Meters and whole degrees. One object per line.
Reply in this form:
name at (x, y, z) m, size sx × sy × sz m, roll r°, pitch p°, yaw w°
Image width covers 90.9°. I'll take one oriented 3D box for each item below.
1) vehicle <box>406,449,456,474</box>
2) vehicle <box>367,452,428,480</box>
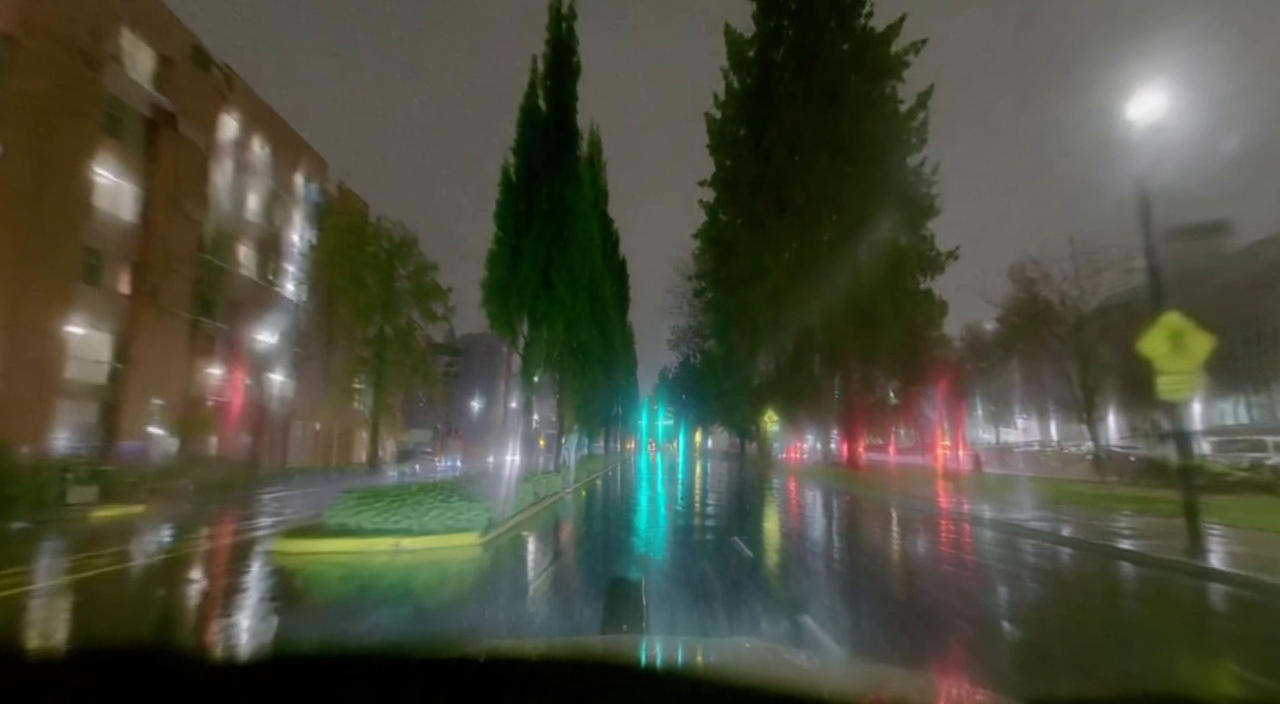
vehicle at (-13.864, 7.283, 42.087) m, size 1.816 × 1.567 × 3.957 m, roll -1°, pitch -8°, yaw 3°
vehicle at (-13.949, 6.568, 36.541) m, size 1.835 × 1.434 × 4.325 m, roll 0°, pitch -8°, yaw 0°
